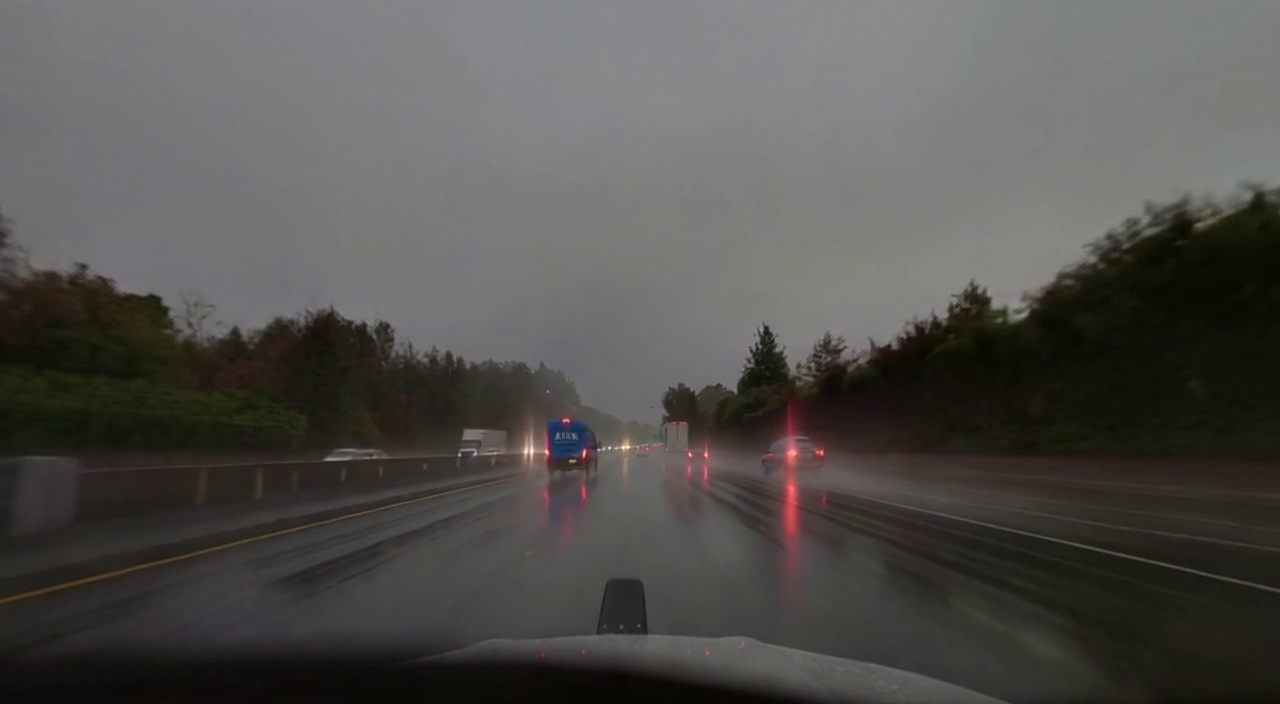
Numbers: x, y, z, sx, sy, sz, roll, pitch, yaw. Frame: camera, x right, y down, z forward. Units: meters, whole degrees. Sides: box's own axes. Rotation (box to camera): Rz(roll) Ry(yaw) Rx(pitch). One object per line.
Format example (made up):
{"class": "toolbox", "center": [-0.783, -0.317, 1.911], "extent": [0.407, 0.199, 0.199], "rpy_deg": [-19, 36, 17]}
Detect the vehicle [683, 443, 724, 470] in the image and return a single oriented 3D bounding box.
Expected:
{"class": "vehicle", "center": [4.065, 6.757, 41.040], "extent": [2.066, 1.638, 4.158], "rpy_deg": [0, -9, -2]}

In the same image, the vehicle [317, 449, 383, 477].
{"class": "vehicle", "center": [-16.283, 6.235, 35.617], "extent": [1.745, 1.456, 4.110], "rpy_deg": [0, -9, 0]}

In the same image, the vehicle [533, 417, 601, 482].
{"class": "vehicle", "center": [-3.199, 4.537, 29.464], "extent": [2.380, 2.648, 6.879], "rpy_deg": [0, -9, 0]}
